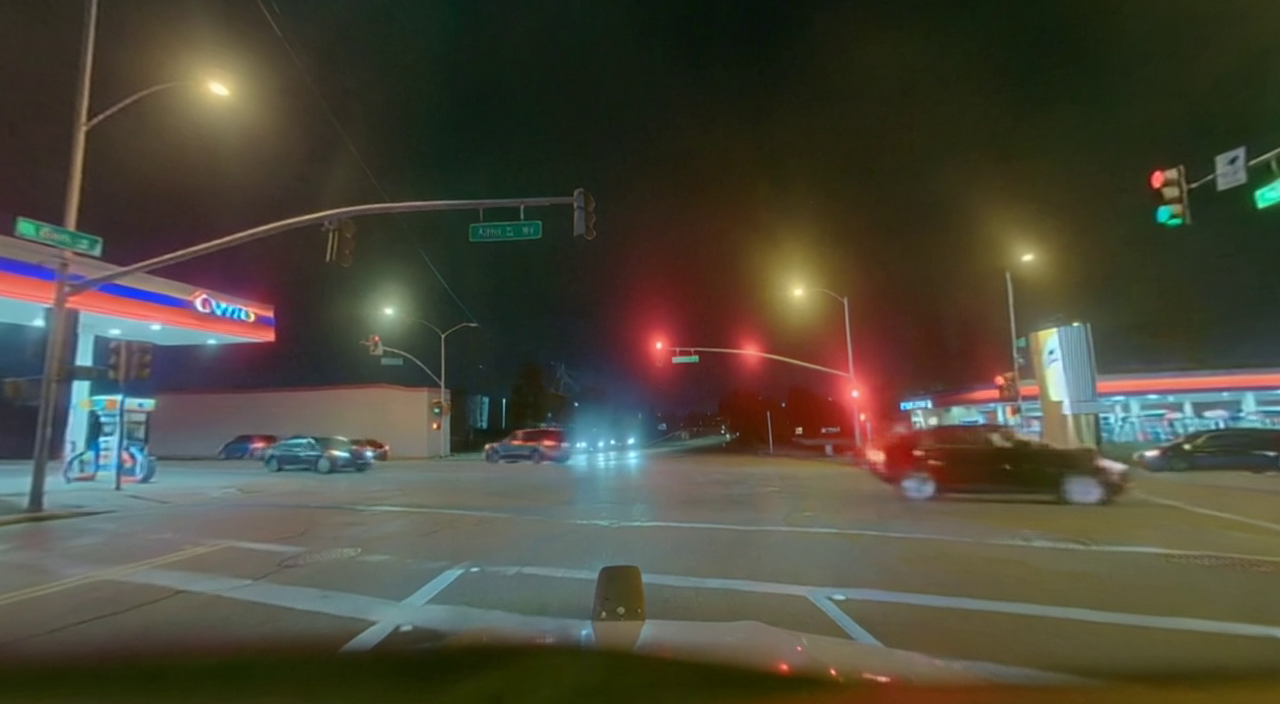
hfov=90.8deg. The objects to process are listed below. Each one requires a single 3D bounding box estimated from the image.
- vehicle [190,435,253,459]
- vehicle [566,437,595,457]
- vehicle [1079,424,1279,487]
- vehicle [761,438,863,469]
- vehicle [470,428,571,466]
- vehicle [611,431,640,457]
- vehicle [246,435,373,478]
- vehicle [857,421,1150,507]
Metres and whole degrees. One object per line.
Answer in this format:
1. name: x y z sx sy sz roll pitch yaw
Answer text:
1. vehicle: -31.377 7.155 47.335 4.433 1.717 1.839 -5 -9 27
2. vehicle: -4.595 7.387 49.168 2.003 1.481 4.091 0 -8 -2
3. vehicle: 14.673 2.713 16.692 4.681 1.495 2.096 -4 -9 26
4. vehicle: 8.572 5.098 31.900 1.831 1.467 4.792 6 -10 -36
5. vehicle: -5.710 4.528 30.177 4.562 1.676 1.819 -5 -9 27
6. vehicle: -1.134 6.874 47.070 2.083 1.764 5.011 0 -8 -3
7. vehicle: -12.461 3.902 23.754 4.670 1.458 1.959 -5 -10 30
8. vehicle: 7.158 2.252 12.996 4.806 1.482 1.862 -5 -9 27
